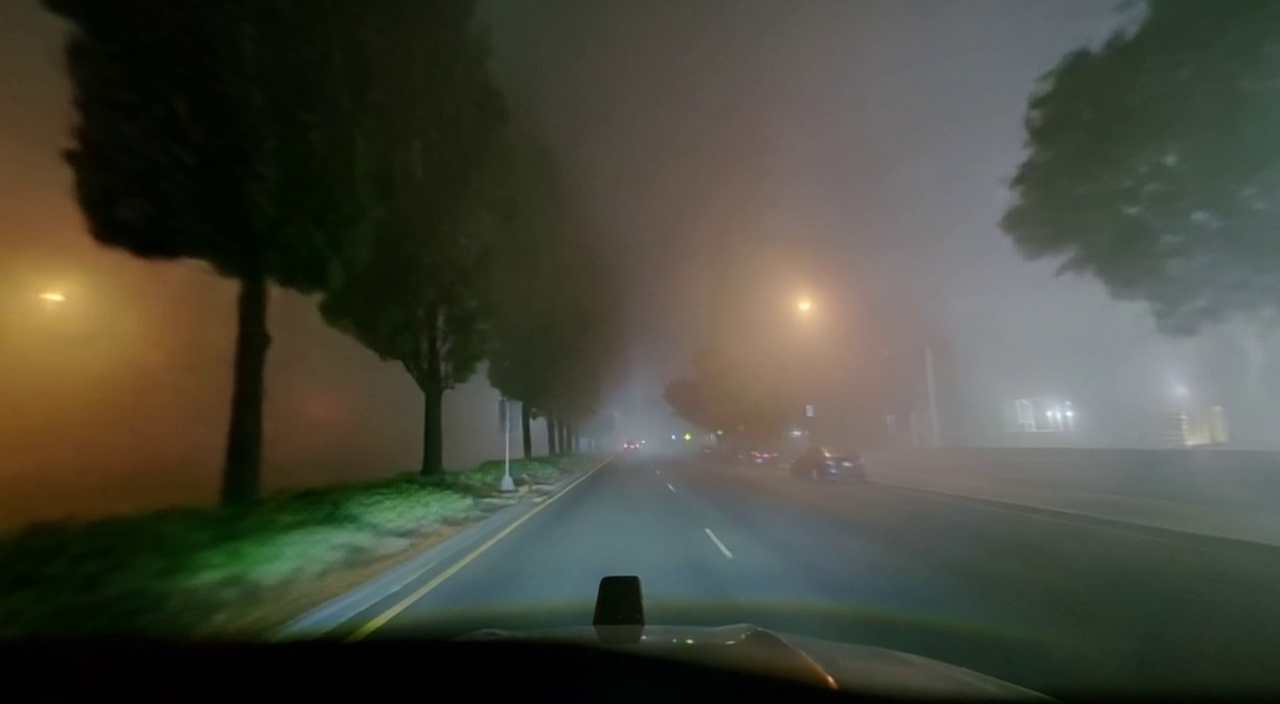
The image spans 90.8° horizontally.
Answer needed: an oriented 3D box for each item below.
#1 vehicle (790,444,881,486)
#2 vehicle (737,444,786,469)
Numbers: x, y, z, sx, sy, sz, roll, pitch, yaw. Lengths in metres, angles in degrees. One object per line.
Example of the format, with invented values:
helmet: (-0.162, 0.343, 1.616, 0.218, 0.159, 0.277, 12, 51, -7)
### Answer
vehicle: (7.435, 4.316, 24.546, 1.991, 1.446, 4.685, 0, -8, -1)
vehicle: (7.428, 6.434, 39.110, 2.024, 1.447, 4.665, 0, -8, -1)
